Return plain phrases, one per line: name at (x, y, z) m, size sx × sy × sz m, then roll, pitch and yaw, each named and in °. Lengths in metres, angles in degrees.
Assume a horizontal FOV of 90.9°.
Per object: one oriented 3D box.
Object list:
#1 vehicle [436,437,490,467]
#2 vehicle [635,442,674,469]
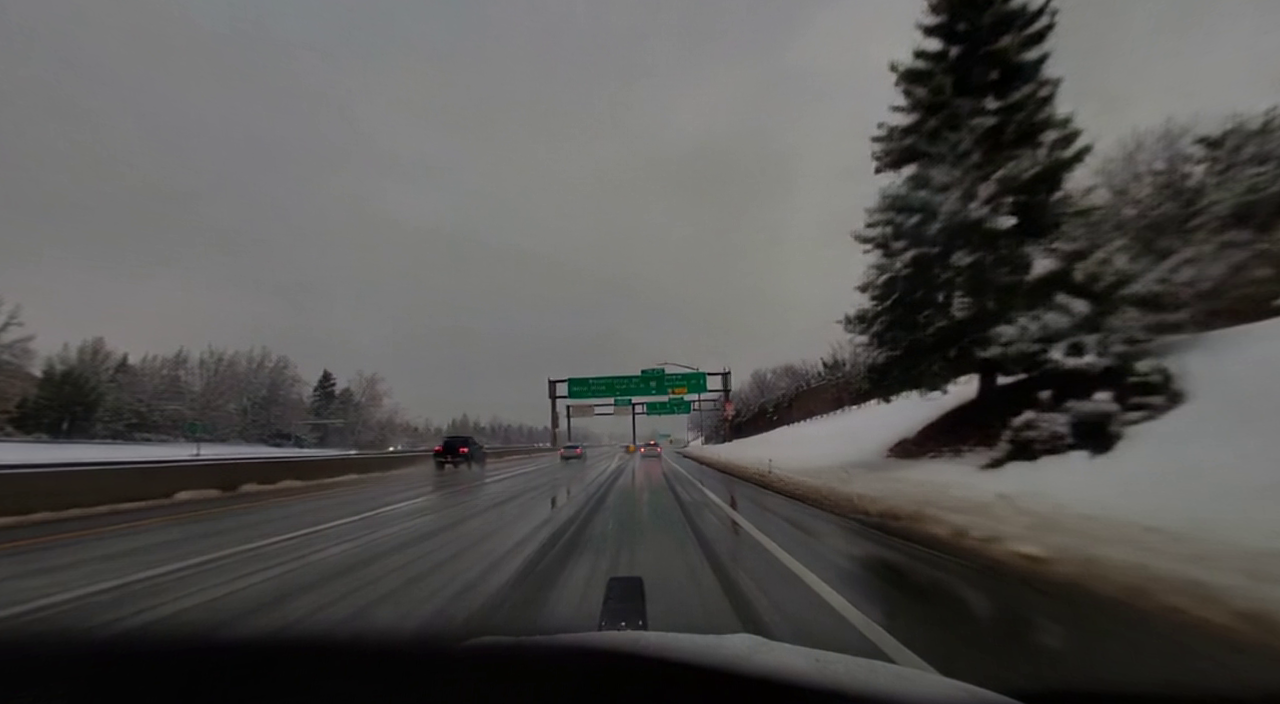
vehicle at (-11.547, 6.548, 41.512) m, size 2.246 × 1.812 × 4.740 m, roll 0°, pitch -8°, yaw -1°
vehicle at (0.848, 5.998, 36.799) m, size 2.137 × 1.461 × 3.999 m, roll -1°, pitch -8°, yaw 1°
